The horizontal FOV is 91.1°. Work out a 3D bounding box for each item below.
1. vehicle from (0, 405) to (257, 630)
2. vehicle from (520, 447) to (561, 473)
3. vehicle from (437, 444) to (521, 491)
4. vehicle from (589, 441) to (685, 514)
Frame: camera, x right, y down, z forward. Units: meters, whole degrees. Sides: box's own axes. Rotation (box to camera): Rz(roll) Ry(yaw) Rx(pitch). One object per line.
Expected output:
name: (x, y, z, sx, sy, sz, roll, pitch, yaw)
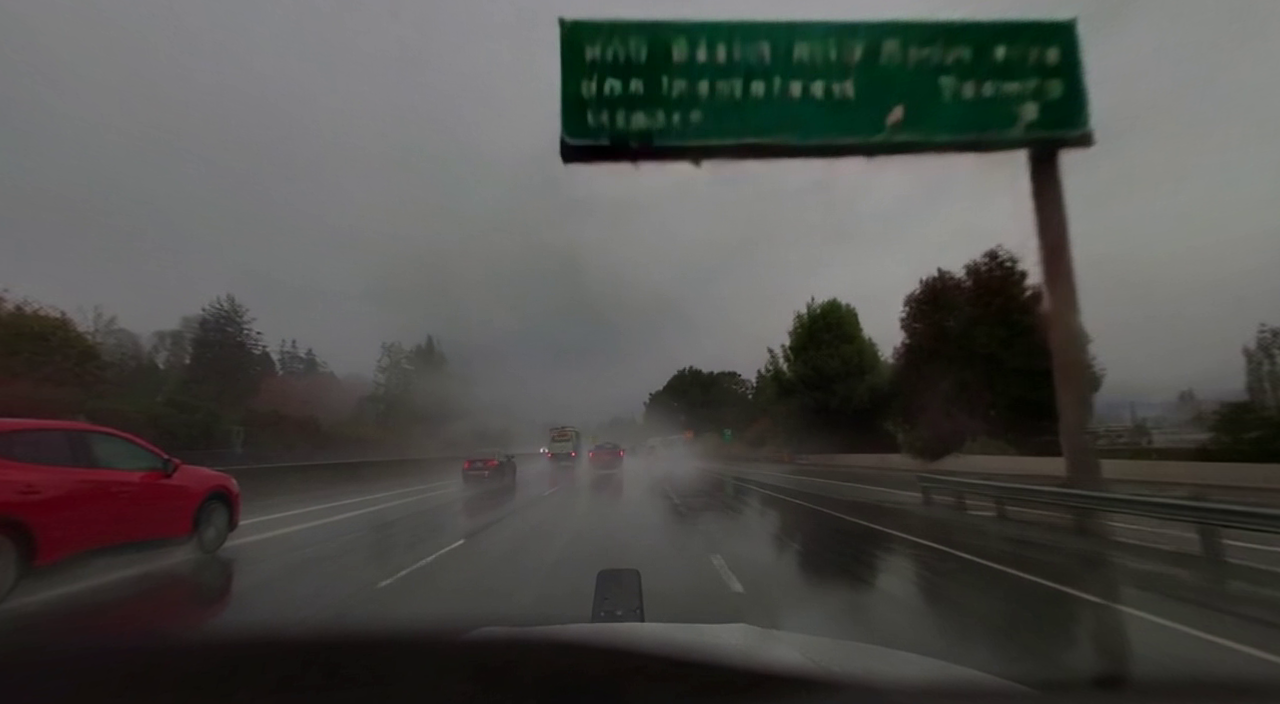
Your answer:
vehicle: (-5.732, 1.374, 5.622, 2.058, 1.626, 4.118, 0, -9, -1)
vehicle: (-5.818, 6.335, 37.132, 1.814, 1.417, 3.860, 0, -9, 0)
vehicle: (-5.566, 4.037, 22.334, 1.892, 1.481, 4.180, 0, -9, 0)
vehicle: (-0.094, 2.806, 14.512, 1.940, 1.451, 3.512, 0, -9, -1)
